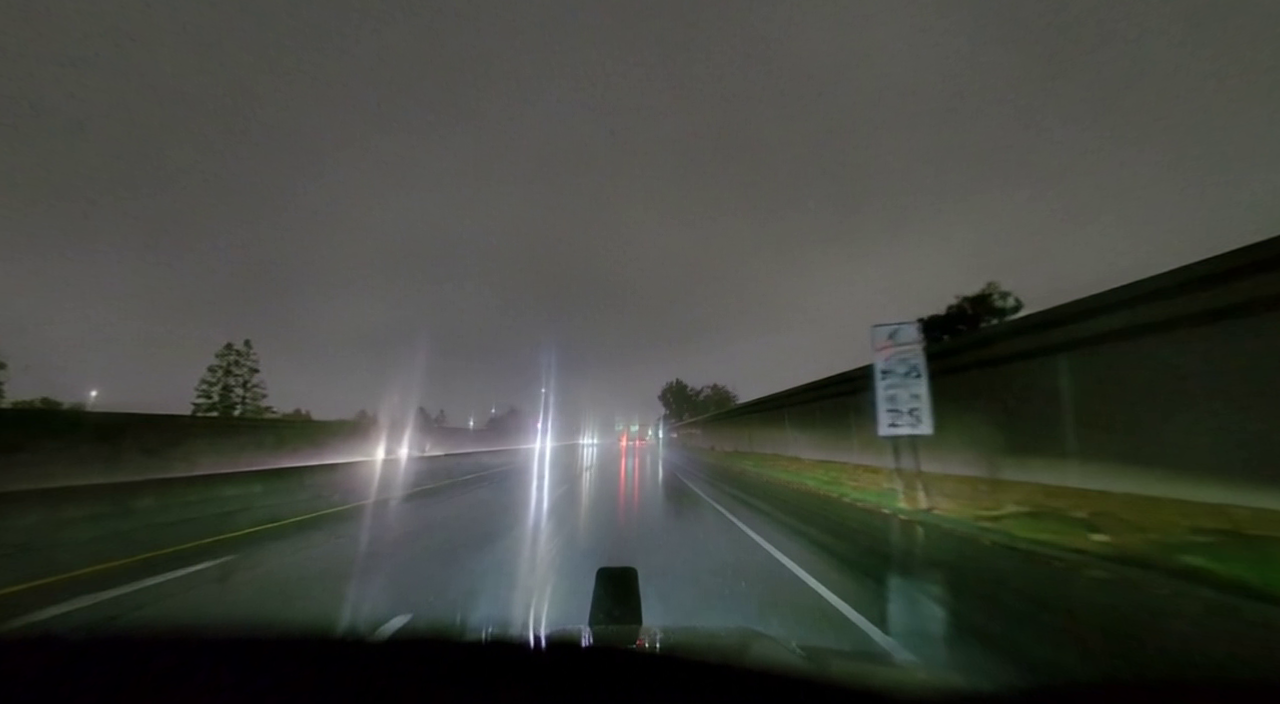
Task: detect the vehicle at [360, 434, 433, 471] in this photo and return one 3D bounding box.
[{"bbox_3d":[-13.839,5.698,36.079,2.136,1.968,5.178,0,-8,0],"label":"vehicle"}]
